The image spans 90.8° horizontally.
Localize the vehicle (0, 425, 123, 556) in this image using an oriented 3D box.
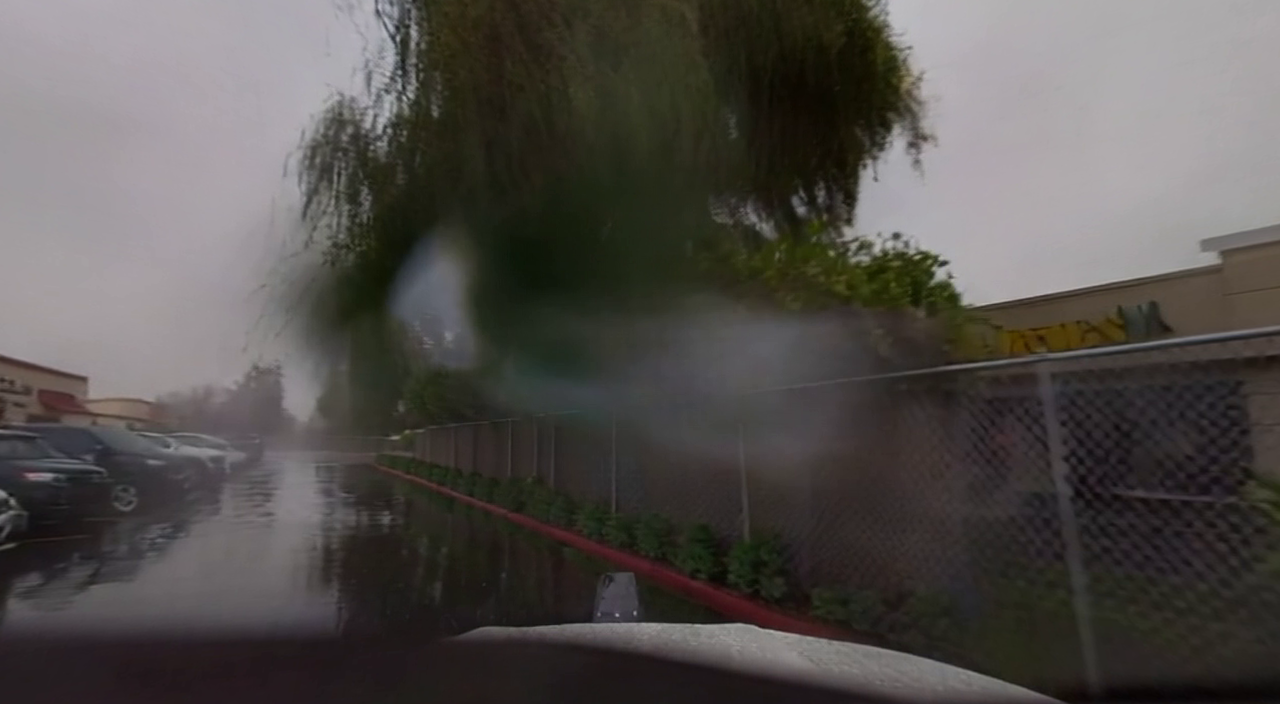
[{"bbox_3d":[-10.297,1.897,8.786,4.304,1.718,1.936,4,-9,-23],"label":"vehicle"}]
